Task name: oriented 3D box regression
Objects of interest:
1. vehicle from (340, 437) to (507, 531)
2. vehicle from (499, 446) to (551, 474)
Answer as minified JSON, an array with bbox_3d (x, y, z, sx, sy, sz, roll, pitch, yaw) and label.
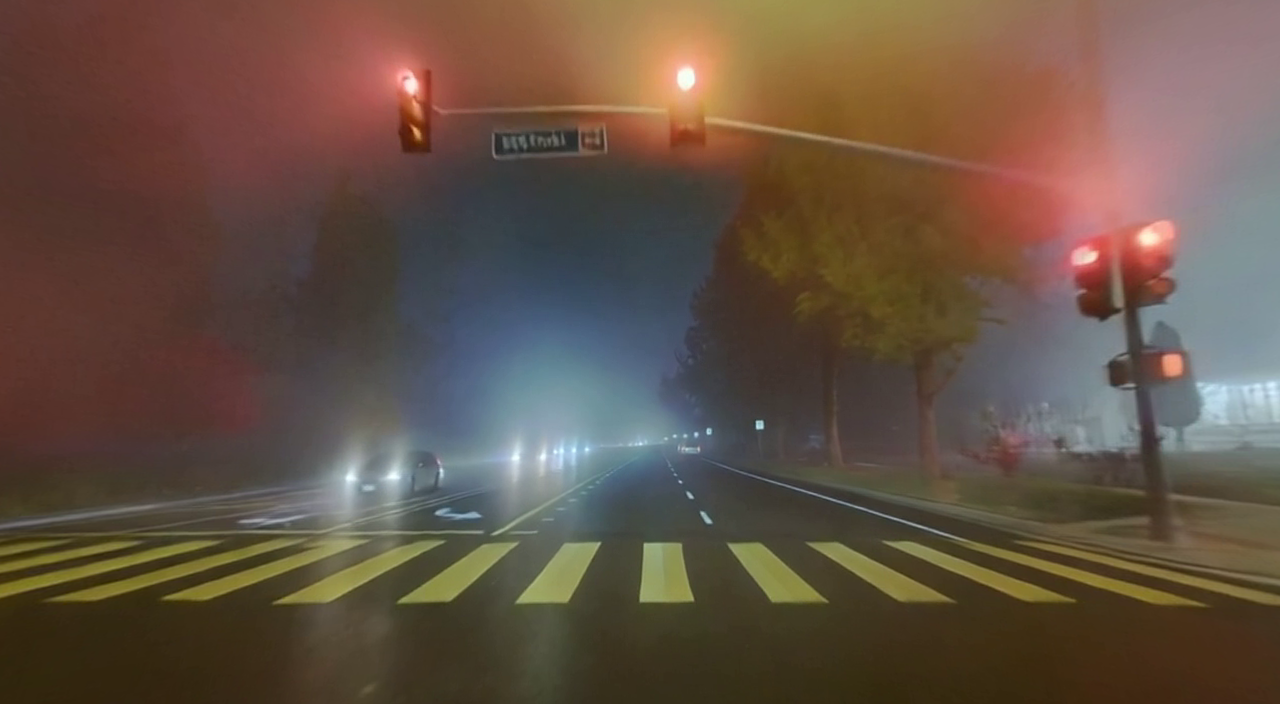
[{"bbox_3d":[-4.491,2.731,13.837,2.070,1.481,4.266,-5,-7,1],"label":"vehicle"},{"bbox_3d":[-6.643,6.234,36.786,1.998,1.503,4.699,0,-8,2],"label":"vehicle"}]
